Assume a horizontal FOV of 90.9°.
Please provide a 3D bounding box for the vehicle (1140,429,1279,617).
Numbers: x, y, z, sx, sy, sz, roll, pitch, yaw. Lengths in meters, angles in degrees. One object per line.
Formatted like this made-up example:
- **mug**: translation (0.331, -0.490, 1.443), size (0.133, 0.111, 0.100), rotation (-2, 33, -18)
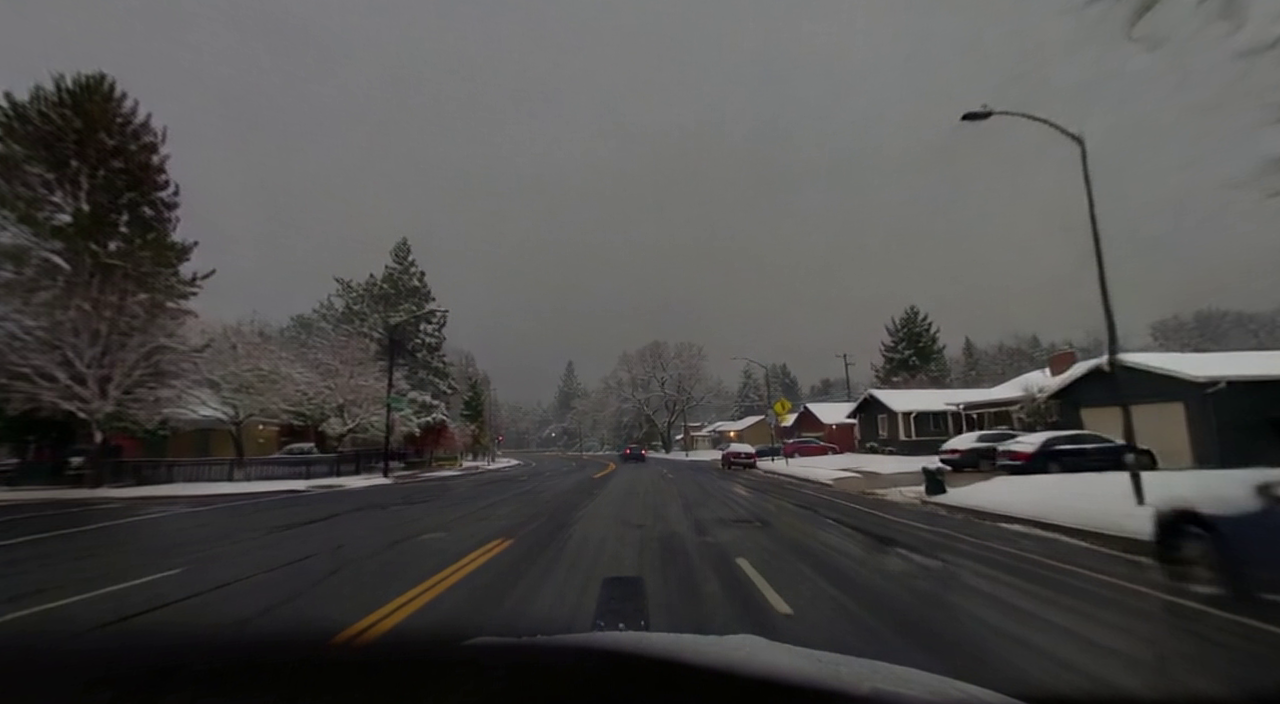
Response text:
- **vehicle**: translation (6.324, 1.238, 4.074), size (2.235, 1.515, 4.782), rotation (0, -8, 0)

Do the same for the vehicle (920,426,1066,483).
- **vehicle**: translation (14.541, 4.137, 25.980), size (5.277, 1.749, 2.335), rotation (-1, -3, -21)

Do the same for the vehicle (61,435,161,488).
- **vehicle**: translation (-23.467, 4.824, 28.209), size (2.083, 2.113, 4.490), rotation (4, -9, -23)

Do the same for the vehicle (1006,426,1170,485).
- **vehicle**: translation (14.534, 3.332, 20.492), size (4.469, 1.721, 2.191), rotation (3, -9, -23)

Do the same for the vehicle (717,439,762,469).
- **vehicle**: translation (6.978, 7.220, 45.010), size (2.348, 1.986, 6.289), rotation (0, -8, 1)
